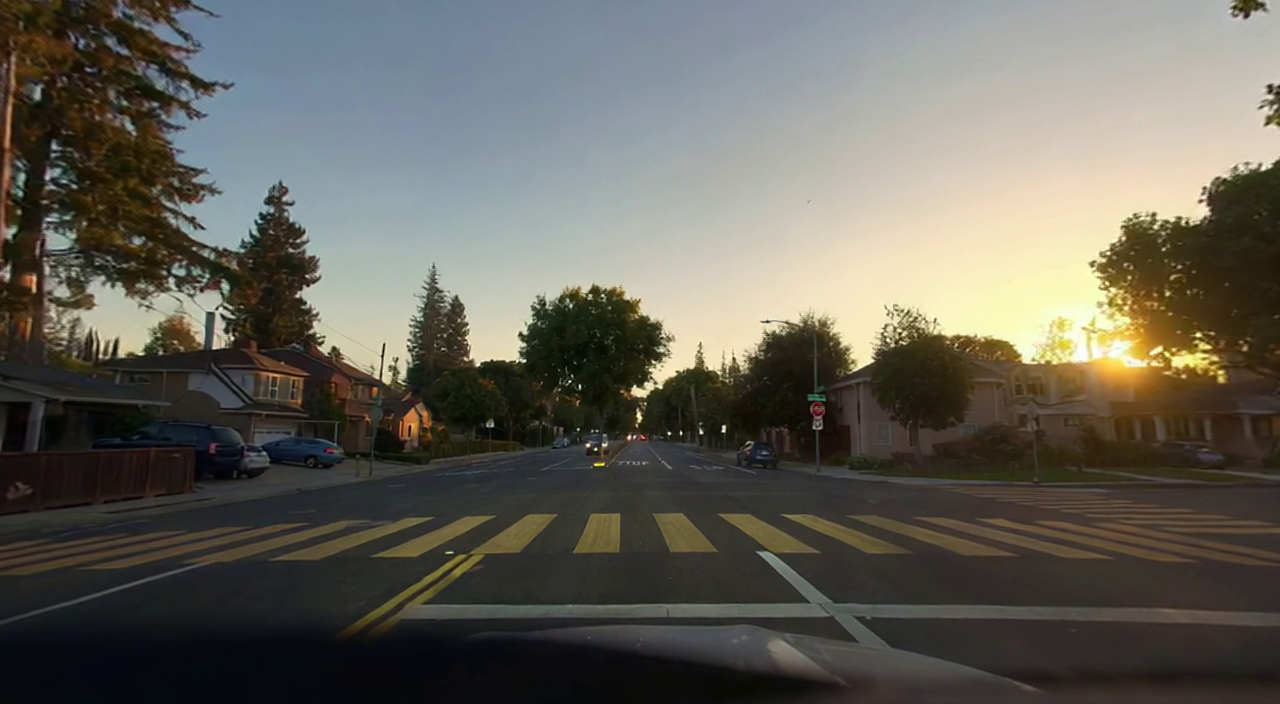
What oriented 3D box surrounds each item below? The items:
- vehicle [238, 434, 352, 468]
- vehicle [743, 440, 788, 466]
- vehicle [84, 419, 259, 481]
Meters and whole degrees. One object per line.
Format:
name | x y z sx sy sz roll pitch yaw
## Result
vehicle | -17.946 5.169 33.045 4.743 1.734 1.994 0 -9 0
vehicle | 8.005 6.498 40.792 2.029 1.554 4.705 0 -9 1
vehicle | -17.922 3.762 24.392 4.800 2.259 2.303 0 -9 -1
